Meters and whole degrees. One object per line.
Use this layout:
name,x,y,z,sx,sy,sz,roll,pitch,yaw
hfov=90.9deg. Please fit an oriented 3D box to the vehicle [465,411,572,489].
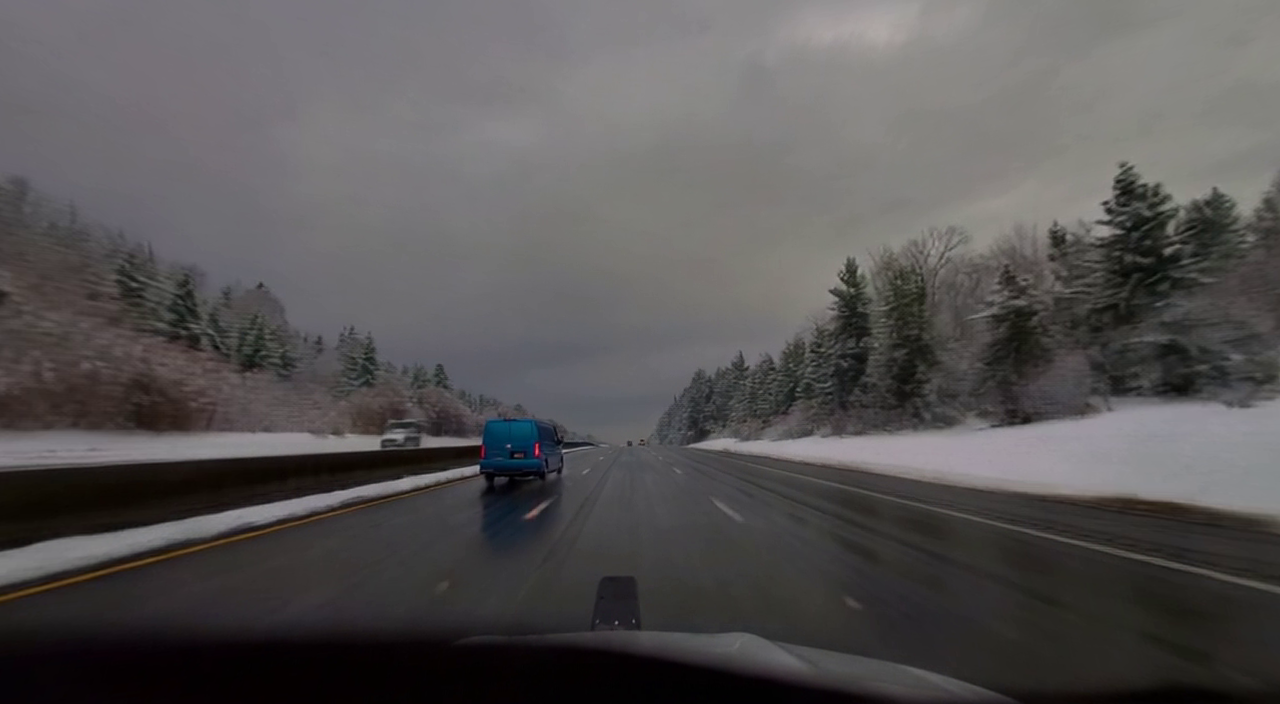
vehicle,-3.423,2.873,18.851,2.297,2.011,4.736,0,-8,-1
